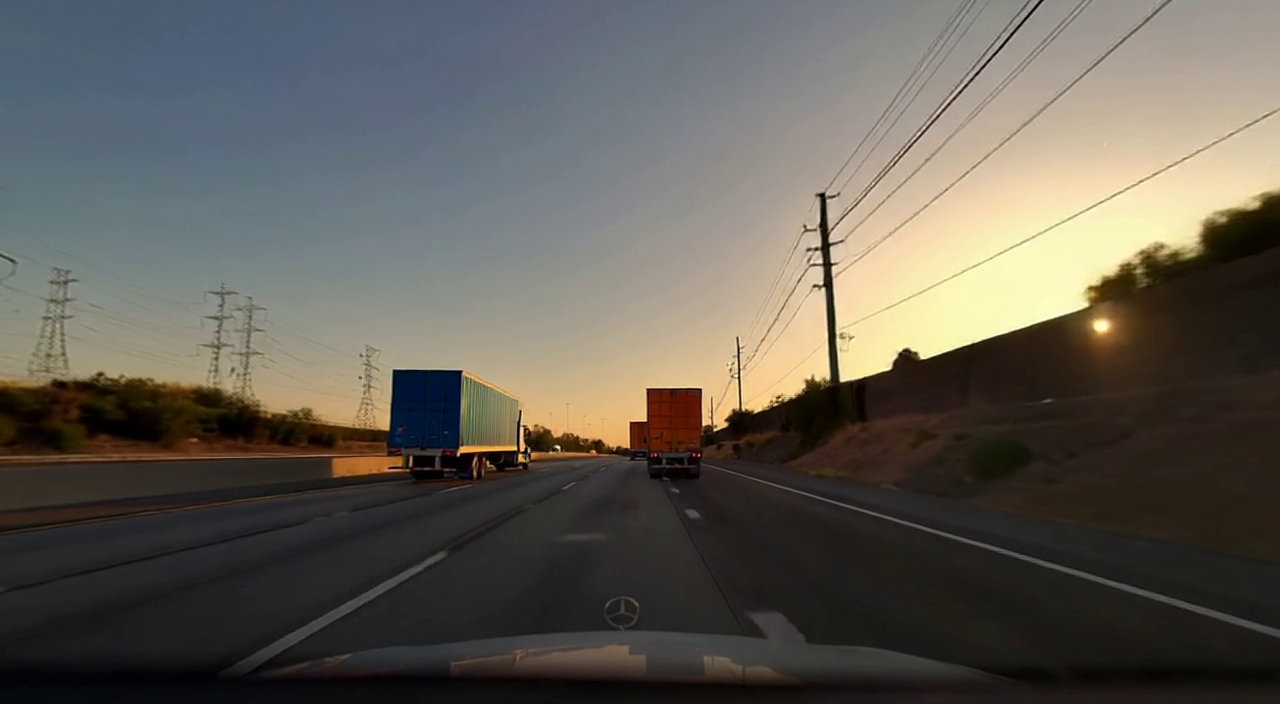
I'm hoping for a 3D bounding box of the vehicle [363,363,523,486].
[{"bbox_3d":[-7.402,3.146,26.066,2.937,3.981,11.119,0,-8,0],"label":"vehicle"}]

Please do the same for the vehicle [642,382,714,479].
[{"bbox_3d":[1.589,3.889,30.431,2.858,3.847,10.034,0,-9,1],"label":"vehicle"}]
